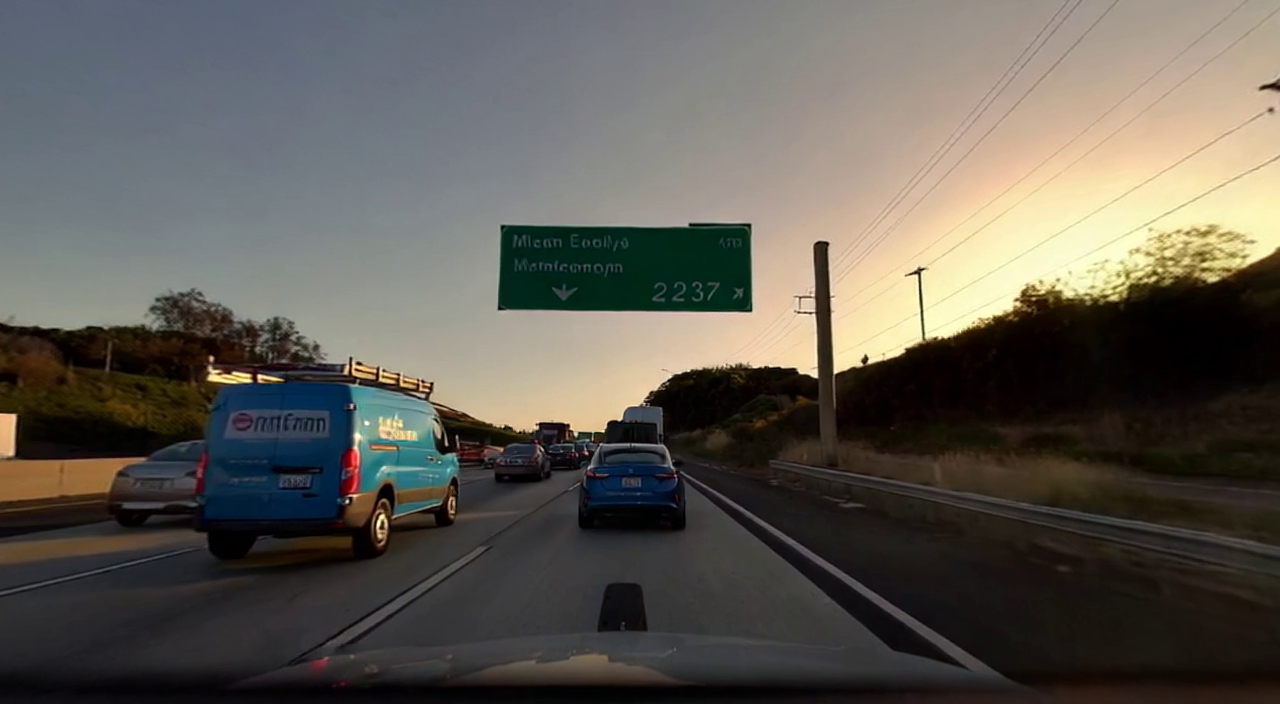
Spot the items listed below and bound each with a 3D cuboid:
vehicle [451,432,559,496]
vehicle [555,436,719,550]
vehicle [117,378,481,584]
[{"bbox_3d":[-3.831,3.268,18.755,2.114,1.657,4.432,0,-8,2],"label":"vehicle"},{"bbox_3d":[-0.065,2.082,10.006,2.054,1.421,4.090,0,-8,-1],"label":"vehicle"},{"bbox_3d":[-3.833,1.556,8.318,2.142,1.952,4.556,0,-8,1],"label":"vehicle"}]
